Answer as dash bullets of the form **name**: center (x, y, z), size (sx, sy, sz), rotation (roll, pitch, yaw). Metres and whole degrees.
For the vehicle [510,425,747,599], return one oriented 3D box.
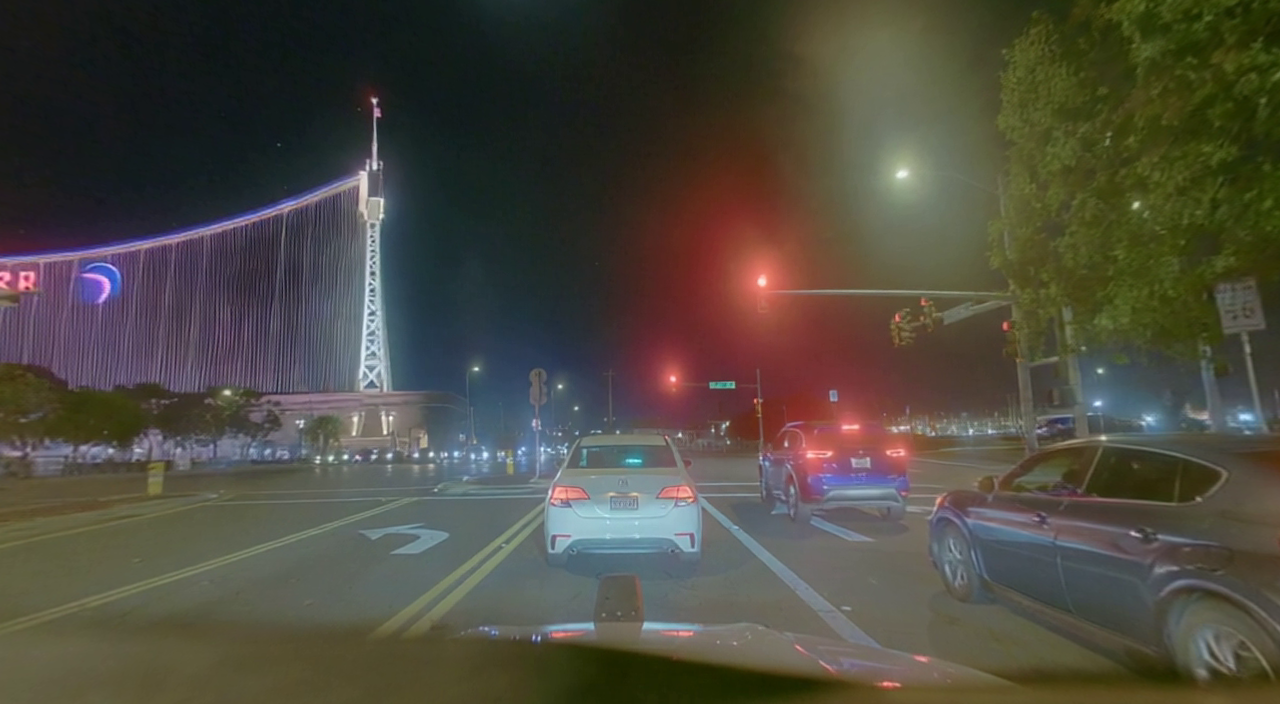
- **vehicle**: center (-0.112, 1.699, 7.550), size (2.096, 1.521, 3.747), rotation (0, -8, 0)

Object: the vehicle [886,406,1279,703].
- **vehicle**: center (3.379, 1.190, 4.073), size (1.833, 1.465, 4.258), rotation (0, -8, -1)

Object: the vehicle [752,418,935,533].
- **vehicle**: center (3.529, 2.227, 12.021), size (1.978, 1.738, 4.599), rotation (0, -8, 1)
